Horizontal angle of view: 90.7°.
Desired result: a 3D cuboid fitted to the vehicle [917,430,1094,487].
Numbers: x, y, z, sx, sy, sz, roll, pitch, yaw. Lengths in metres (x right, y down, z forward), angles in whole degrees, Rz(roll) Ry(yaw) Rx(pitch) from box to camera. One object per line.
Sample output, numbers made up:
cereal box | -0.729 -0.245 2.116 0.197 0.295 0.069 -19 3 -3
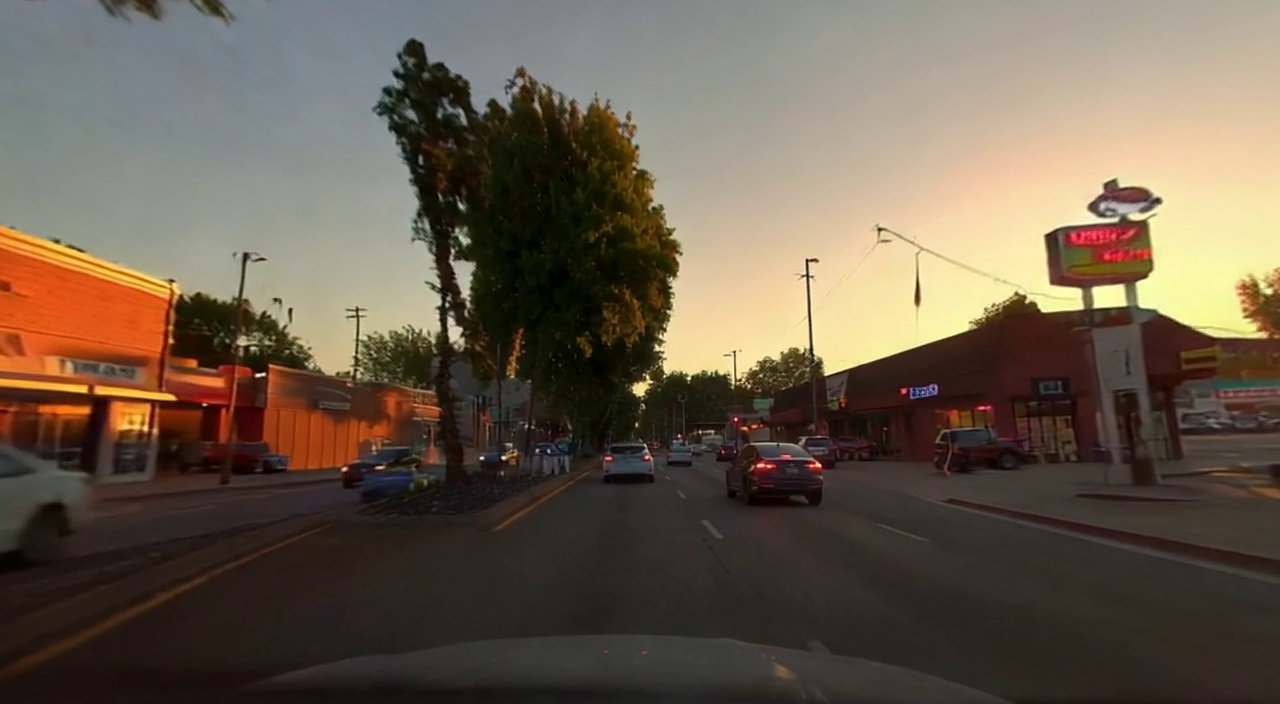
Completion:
vehicle | 11.387 3.316 19.894 4.291 1.652 2.122 1 -9 -7

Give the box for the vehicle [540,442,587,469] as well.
vehicle | -4.467 6.105 37.492 2.129 1.459 4.358 0 -9 1

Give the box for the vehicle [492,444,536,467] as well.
vehicle | -8.556 7.057 43.423 2.116 1.486 4.669 0 -9 0

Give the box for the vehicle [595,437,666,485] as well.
vehicle | -0.307 3.751 22.083 2.232 1.508 4.319 0 -8 0

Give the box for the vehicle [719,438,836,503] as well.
vehicle | 3.426 3.038 16.670 2.060 1.471 4.168 0 -9 -1

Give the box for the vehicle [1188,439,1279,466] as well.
vehicle | 33.603 5.544 35.090 4.641 1.440 1.810 0 -8 1

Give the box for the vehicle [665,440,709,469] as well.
vehicle | 2.607 5.813 36.028 2.098 1.527 3.966 0 -9 -2

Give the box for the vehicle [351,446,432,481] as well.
vehicle | -11.350 5.092 29.245 1.919 1.497 4.565 0 -9 0
